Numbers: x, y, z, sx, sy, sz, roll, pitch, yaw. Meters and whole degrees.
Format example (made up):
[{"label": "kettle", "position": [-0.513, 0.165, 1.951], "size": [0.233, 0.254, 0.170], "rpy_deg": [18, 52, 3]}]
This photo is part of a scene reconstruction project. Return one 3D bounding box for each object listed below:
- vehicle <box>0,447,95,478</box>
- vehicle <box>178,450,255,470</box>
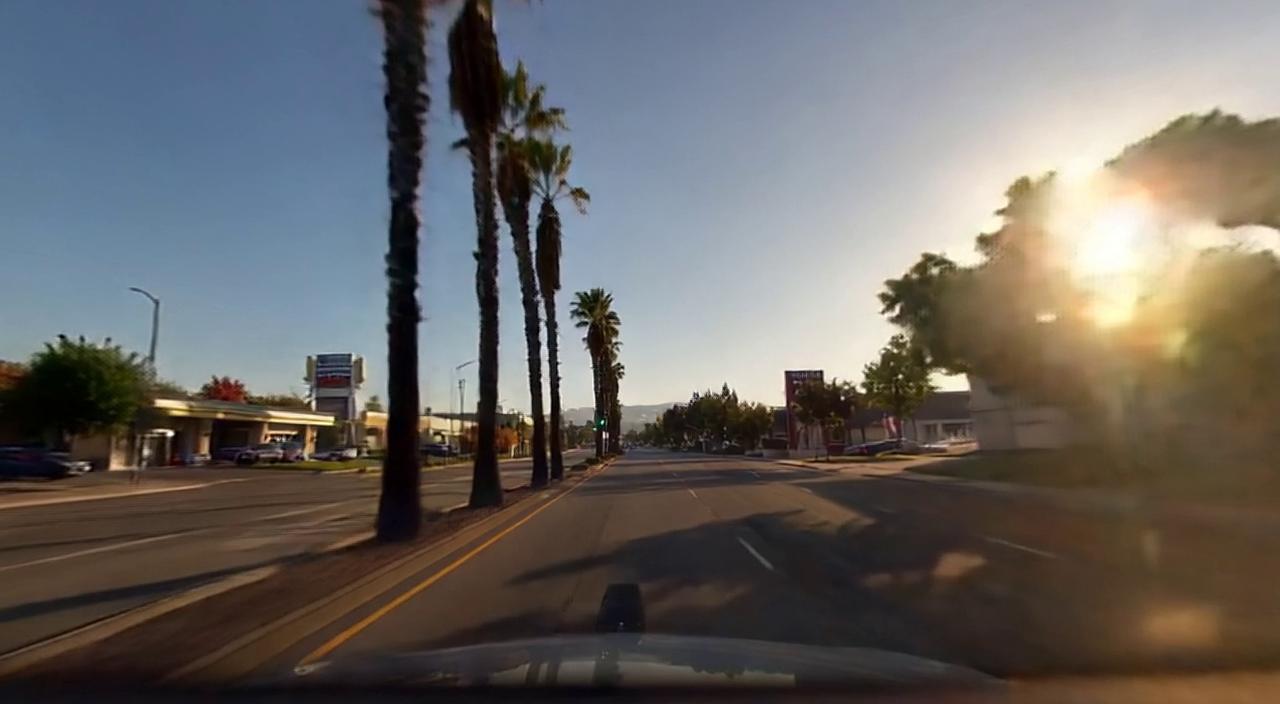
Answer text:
[{"label": "vehicle", "position": [-32.099, 5.826, 33.479], "size": [4.607, 1.572, 2.003], "rpy_deg": [0, -8, 2]}, {"label": "vehicle", "position": [-31.528, 8.041, 47.100], "size": [4.351, 1.430, 1.858], "rpy_deg": [0, -9, -2]}]
